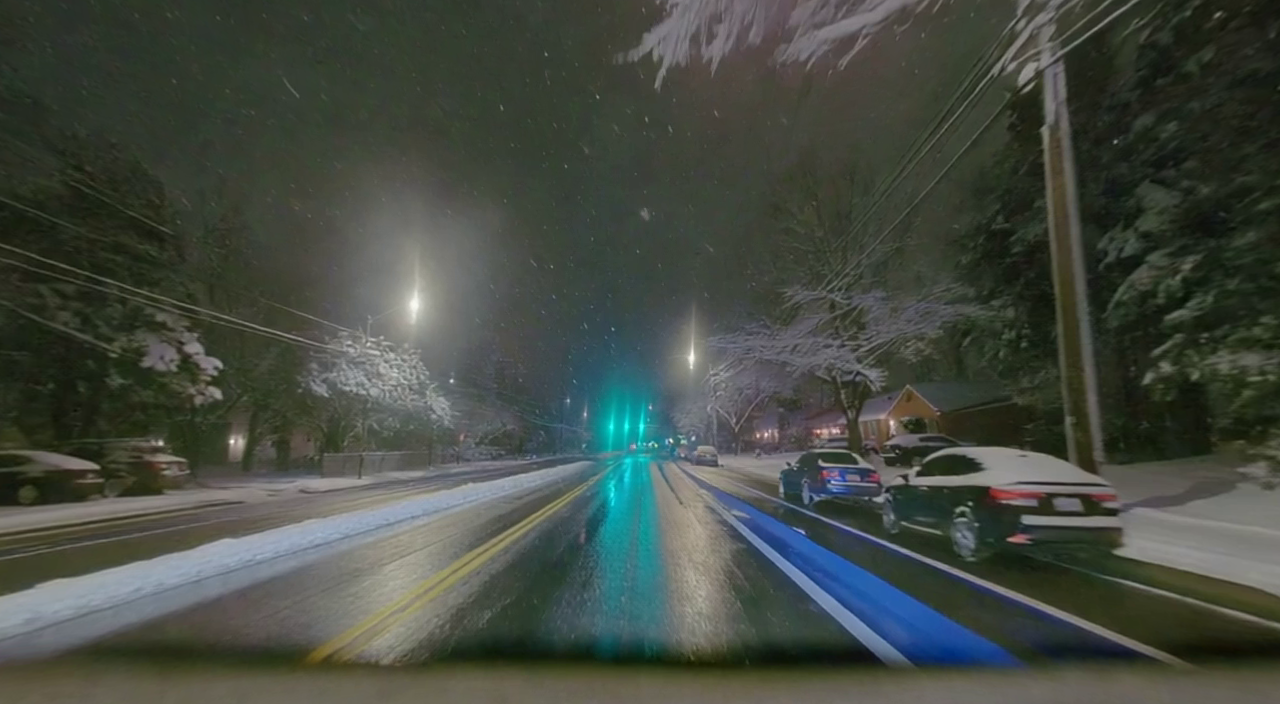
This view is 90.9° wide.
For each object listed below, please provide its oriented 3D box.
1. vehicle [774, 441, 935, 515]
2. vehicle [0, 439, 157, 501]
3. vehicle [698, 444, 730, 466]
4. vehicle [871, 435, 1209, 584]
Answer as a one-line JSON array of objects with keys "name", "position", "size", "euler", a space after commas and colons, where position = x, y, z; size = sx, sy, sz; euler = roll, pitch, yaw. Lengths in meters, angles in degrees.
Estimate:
[{"name": "vehicle", "position": [4.907, 2.939, 15.333], "size": [2.021, 1.491, 4.906], "euler": [1, -8, -3]}, {"name": "vehicle", "position": [-19.925, 4.004, 21.717], "size": [4.735, 1.979, 2.199], "euler": [0, -8, 4]}, {"name": "vehicle", "position": [5.487, 7.701, 47.235], "size": [1.955, 1.549, 4.129], "euler": [0, -8, 0]}, {"name": "vehicle", "position": [4.818, 1.902, 8.502], "size": [1.887, 1.484, 4.113], "euler": [0, -8, 1]}]
